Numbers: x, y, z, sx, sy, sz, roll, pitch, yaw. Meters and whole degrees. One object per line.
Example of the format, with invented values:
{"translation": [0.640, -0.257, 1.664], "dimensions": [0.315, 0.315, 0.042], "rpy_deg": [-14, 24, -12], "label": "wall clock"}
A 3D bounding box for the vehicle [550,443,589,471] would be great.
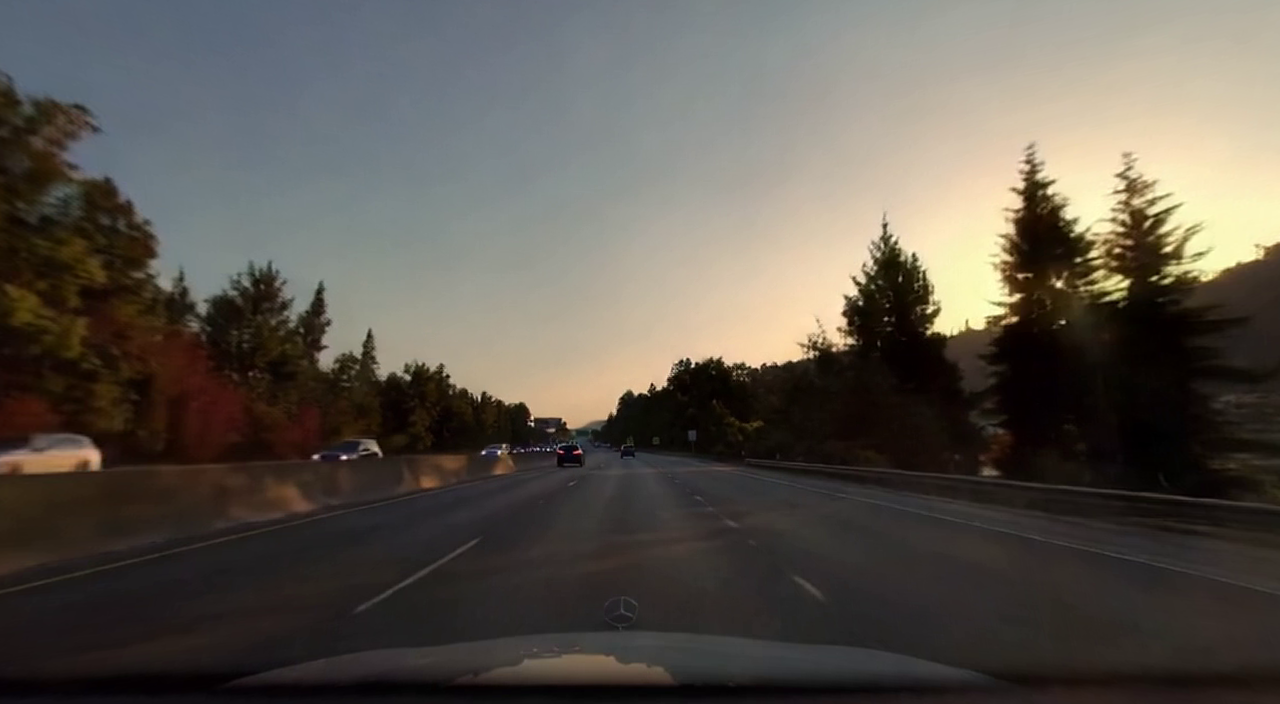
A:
{"translation": [-4.499, 6.810, 40.723], "dimensions": [2.098, 1.692, 4.038], "rpy_deg": [0, -9, -1], "label": "vehicle"}

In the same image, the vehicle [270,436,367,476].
{"translation": [-12.981, 4.220, 25.602], "dimensions": [1.842, 1.495, 3.909], "rpy_deg": [0, -9, 0], "label": "vehicle"}
